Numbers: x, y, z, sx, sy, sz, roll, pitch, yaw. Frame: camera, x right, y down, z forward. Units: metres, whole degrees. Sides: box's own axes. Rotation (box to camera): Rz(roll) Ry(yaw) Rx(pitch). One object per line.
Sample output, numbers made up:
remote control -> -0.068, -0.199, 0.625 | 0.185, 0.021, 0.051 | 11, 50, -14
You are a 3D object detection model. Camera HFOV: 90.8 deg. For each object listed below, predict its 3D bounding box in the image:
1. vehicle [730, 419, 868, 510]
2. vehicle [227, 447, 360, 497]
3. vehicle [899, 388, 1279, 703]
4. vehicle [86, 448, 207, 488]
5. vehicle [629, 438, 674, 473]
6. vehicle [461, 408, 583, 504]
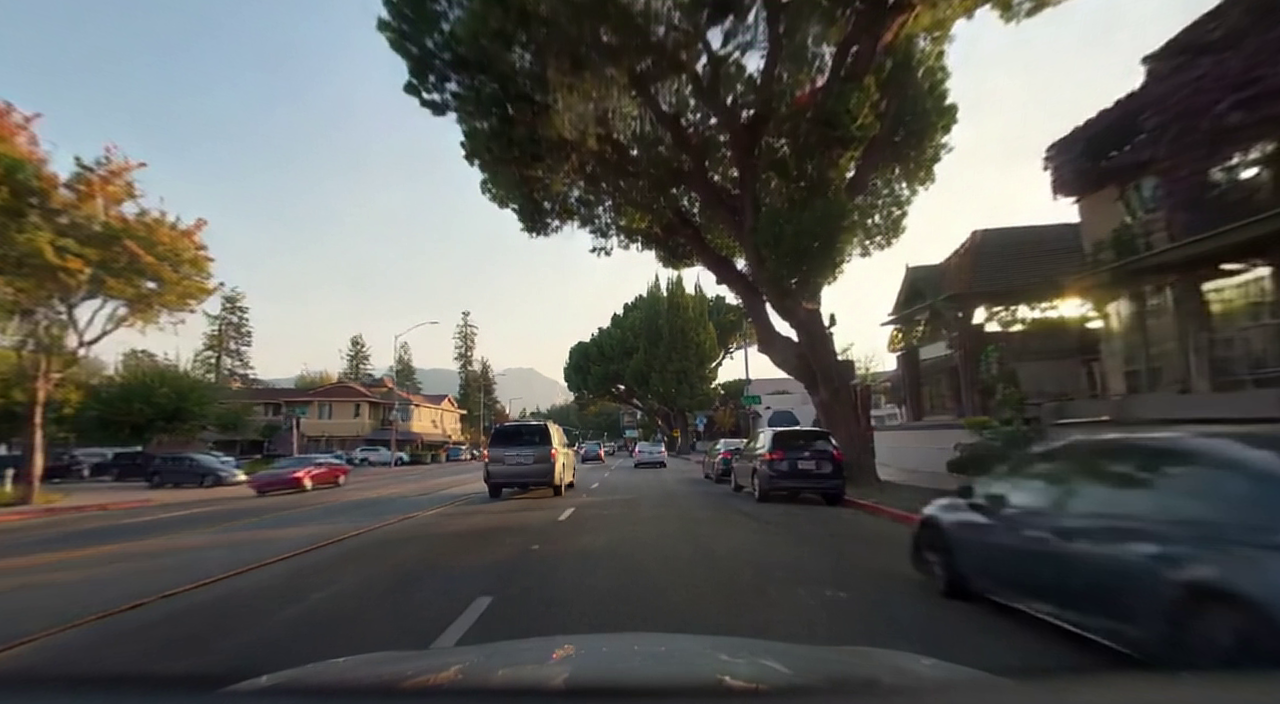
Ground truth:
vehicle -> 3.661, 2.709, 15.613 | 2.090, 1.861, 4.805 | 0, -9, -1
vehicle -> -12.730, 4.392, 23.739 | 2.006, 1.643, 5.272 | 0, -9, 0
vehicle -> 3.749, 1.132, 3.851 | 2.047, 1.584, 5.135 | 0, -9, -1
vehicle -> -25.075, 5.874, 32.439 | 2.095, 1.862, 5.261 | 1, -9, -3
vehicle -> 0.536, 5.284, 32.499 | 2.126, 1.657, 4.132 | 0, -9, 0
vehicle -> -2.881, 2.723, 16.793 | 2.213, 2.123, 5.124 | 0, -9, 0
